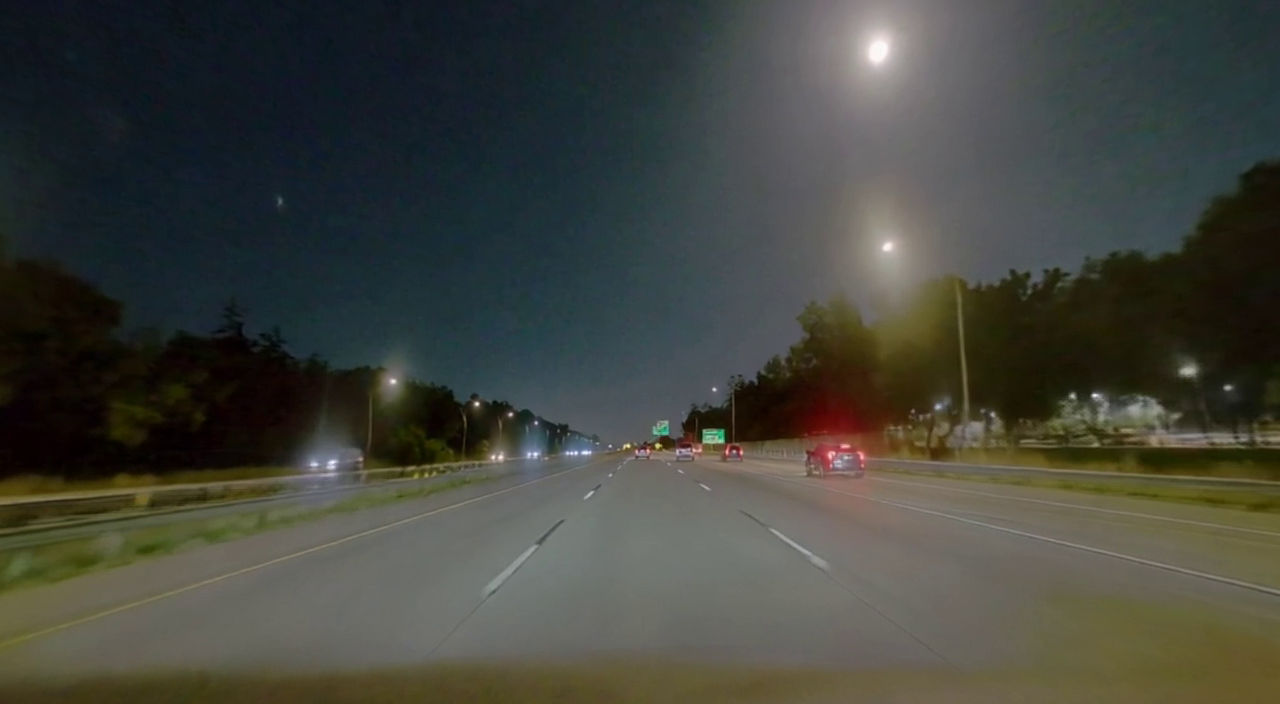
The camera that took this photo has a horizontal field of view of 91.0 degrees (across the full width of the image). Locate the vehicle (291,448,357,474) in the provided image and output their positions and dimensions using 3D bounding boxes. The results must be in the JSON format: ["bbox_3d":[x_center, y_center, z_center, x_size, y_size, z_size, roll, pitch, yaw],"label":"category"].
[{"bbox_3d":[-24.600,8.484,49.296,2.143,1.828,5.680,0,-9,1],"label":"vehicle"}]

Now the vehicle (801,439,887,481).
[{"bbox_3d":[8.184,4.364,25.698,1.989,1.526,4.443,0,-9,0],"label":"vehicle"}]
